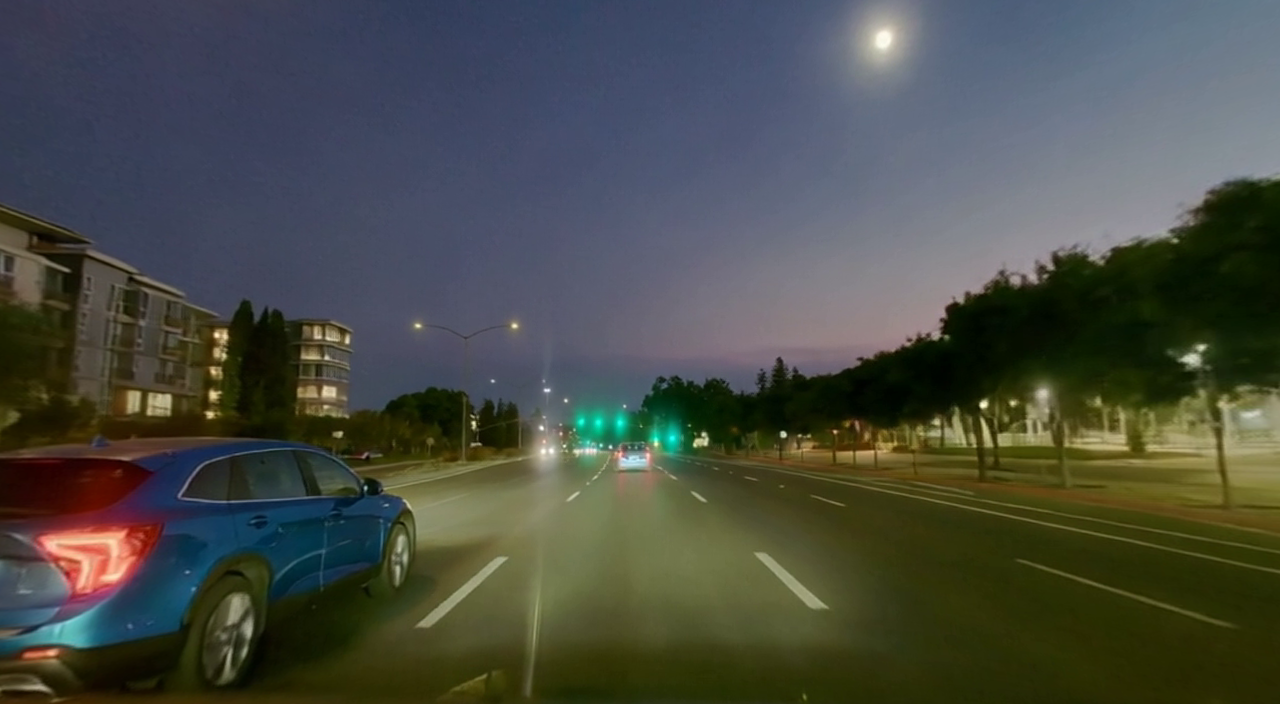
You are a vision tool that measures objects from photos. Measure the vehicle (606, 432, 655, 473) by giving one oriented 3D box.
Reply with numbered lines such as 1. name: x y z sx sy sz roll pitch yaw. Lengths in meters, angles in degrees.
1. vehicle: -0.494 4.935 31.267 2.260 1.872 4.578 0 -8 -1

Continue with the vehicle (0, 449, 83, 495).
1. vehicle: -27.013 5.087 27.030 1.978 1.835 4.932 1 -8 -3
